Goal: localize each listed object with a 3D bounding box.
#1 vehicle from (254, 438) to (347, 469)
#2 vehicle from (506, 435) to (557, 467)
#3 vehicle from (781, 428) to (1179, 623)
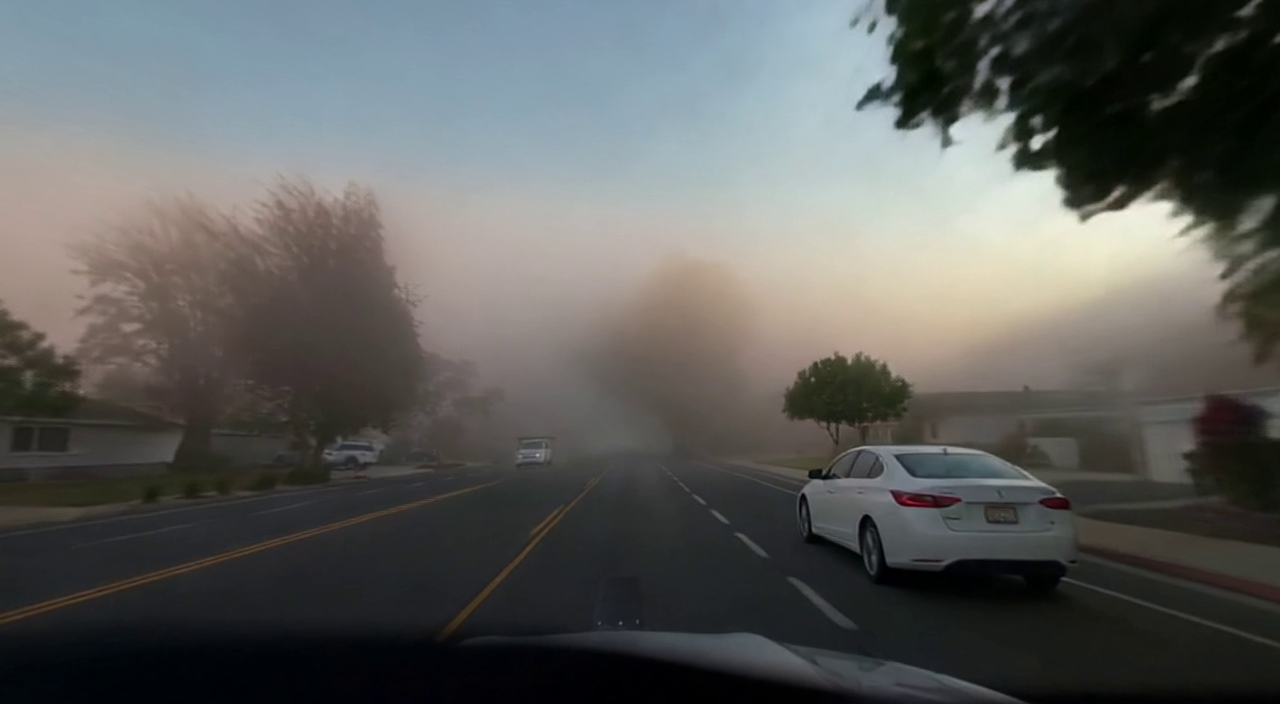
[{"bbox_3d":[-20.647,6.168,38.541,4.445,1.822,2.095,-1,-9,4],"label":"vehicle"},{"bbox_3d":[-7.215,6.690,42.781,2.334,1.985,6.274,0,-9,0],"label":"vehicle"},{"bbox_3d":[3.129,1.669,7.096,2.057,1.493,4.225,0,-9,-1],"label":"vehicle"}]
